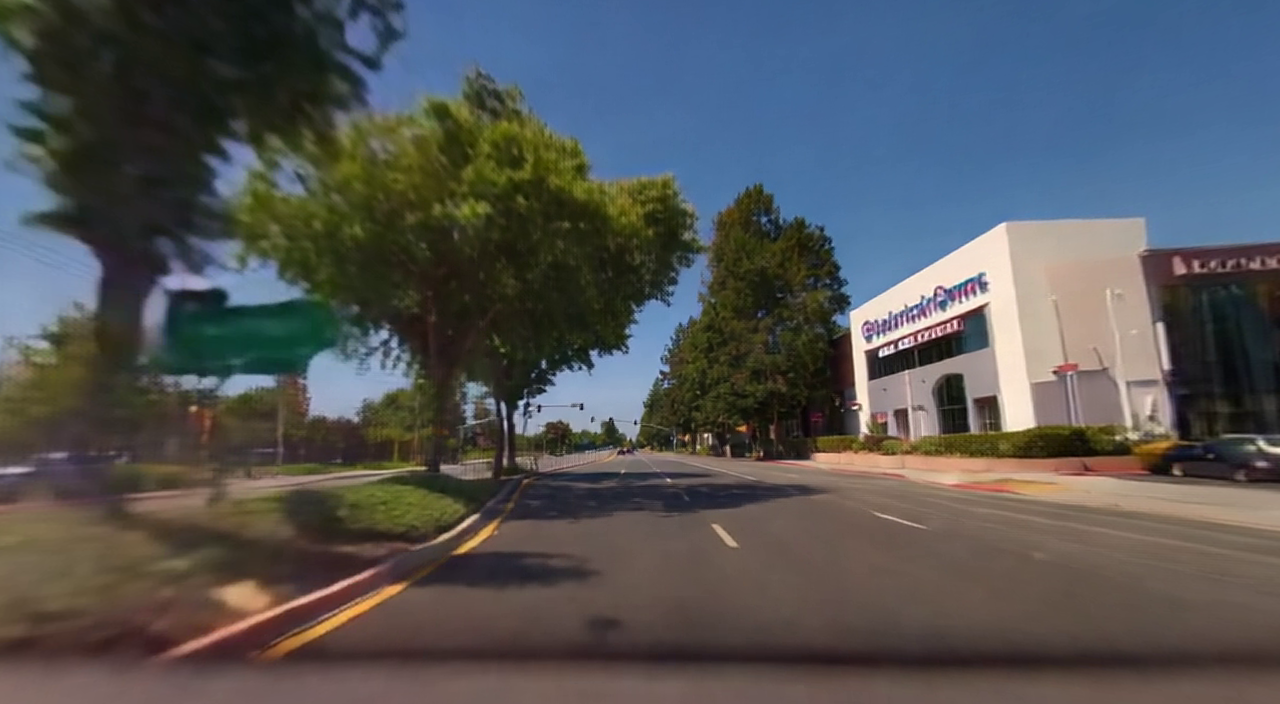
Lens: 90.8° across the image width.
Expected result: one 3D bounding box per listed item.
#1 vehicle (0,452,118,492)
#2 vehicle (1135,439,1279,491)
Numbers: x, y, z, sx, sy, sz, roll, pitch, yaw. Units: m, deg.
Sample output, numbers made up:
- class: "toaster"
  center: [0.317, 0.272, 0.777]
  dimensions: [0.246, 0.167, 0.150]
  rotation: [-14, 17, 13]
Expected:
- class: "vehicle"
  center: [-27.134, 5.414, 28.753]
  dimensions: [4.731, 1.677, 1.999]
  rotation: [4, -10, -28]
- class: "vehicle"
  center: [19.579, 3.703, 20.949]
  dimensions: [1.869, 1.481, 4.459]
  rotation: [1, -9, -25]
